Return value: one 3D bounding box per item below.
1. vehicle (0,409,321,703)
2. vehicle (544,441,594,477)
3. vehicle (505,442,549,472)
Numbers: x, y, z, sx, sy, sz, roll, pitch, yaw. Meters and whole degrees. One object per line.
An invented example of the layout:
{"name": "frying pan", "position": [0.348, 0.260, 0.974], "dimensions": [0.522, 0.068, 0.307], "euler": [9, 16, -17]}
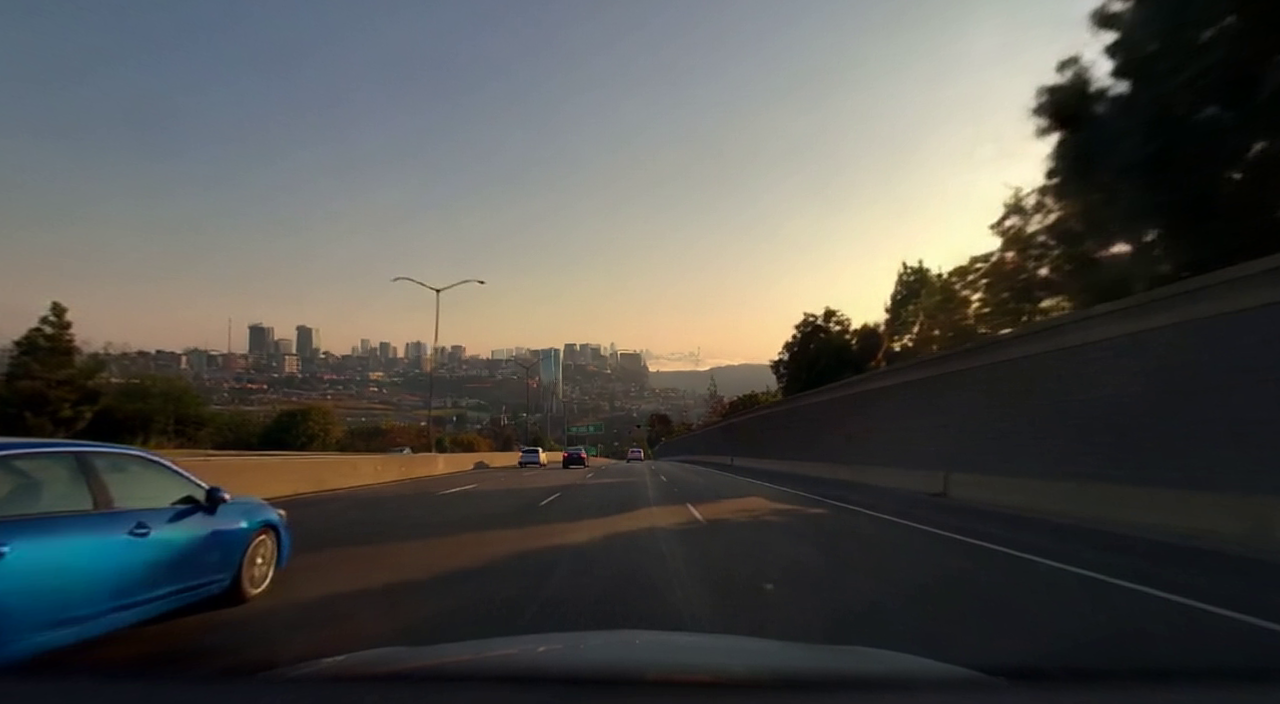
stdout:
{"name": "vehicle", "position": [-3.875, 1.070, 3.215], "dimensions": [2.114, 1.480, 4.473], "euler": [0, -9, 1]}
{"name": "vehicle", "position": [-3.559, 5.462, 32.455], "dimensions": [2.075, 1.702, 4.257], "euler": [0, -9, 0]}
{"name": "vehicle", "position": [-7.425, 6.946, 41.958], "dimensions": [2.040, 1.824, 4.917], "euler": [0, -9, 0]}
